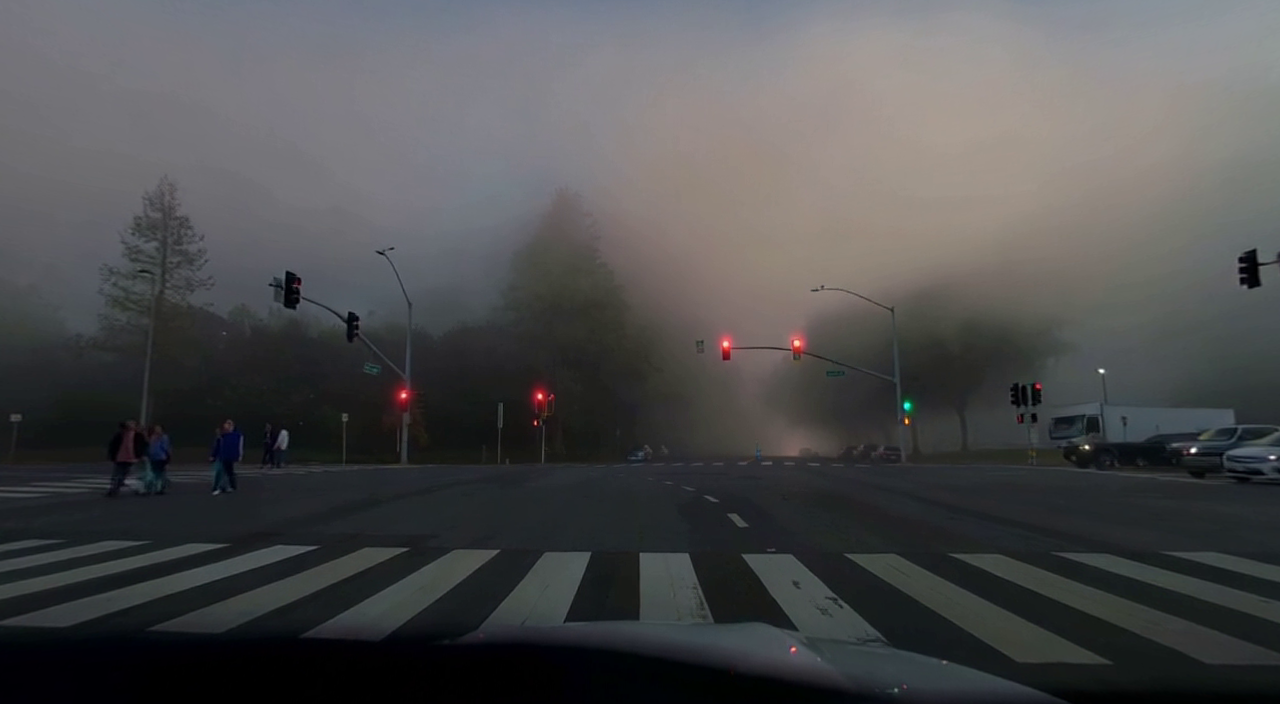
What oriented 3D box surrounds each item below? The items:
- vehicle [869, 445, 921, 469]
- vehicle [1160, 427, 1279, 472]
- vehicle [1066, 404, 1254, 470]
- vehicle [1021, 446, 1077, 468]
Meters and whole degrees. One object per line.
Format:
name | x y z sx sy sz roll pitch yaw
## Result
vehicle | 17.503 7.185 43.589 1.789 1.557 4.293 0 -9 1
vehicle | 21.198 3.361 21.791 4.740 1.464 1.876 -1 -9 3
vehicle | 22.953 3.819 28.158 5.855 2.746 2.523 -1 -9 3
vehicle | 27.690 7.131 42.860 1.589 1.405 3.633 -1 -9 5
